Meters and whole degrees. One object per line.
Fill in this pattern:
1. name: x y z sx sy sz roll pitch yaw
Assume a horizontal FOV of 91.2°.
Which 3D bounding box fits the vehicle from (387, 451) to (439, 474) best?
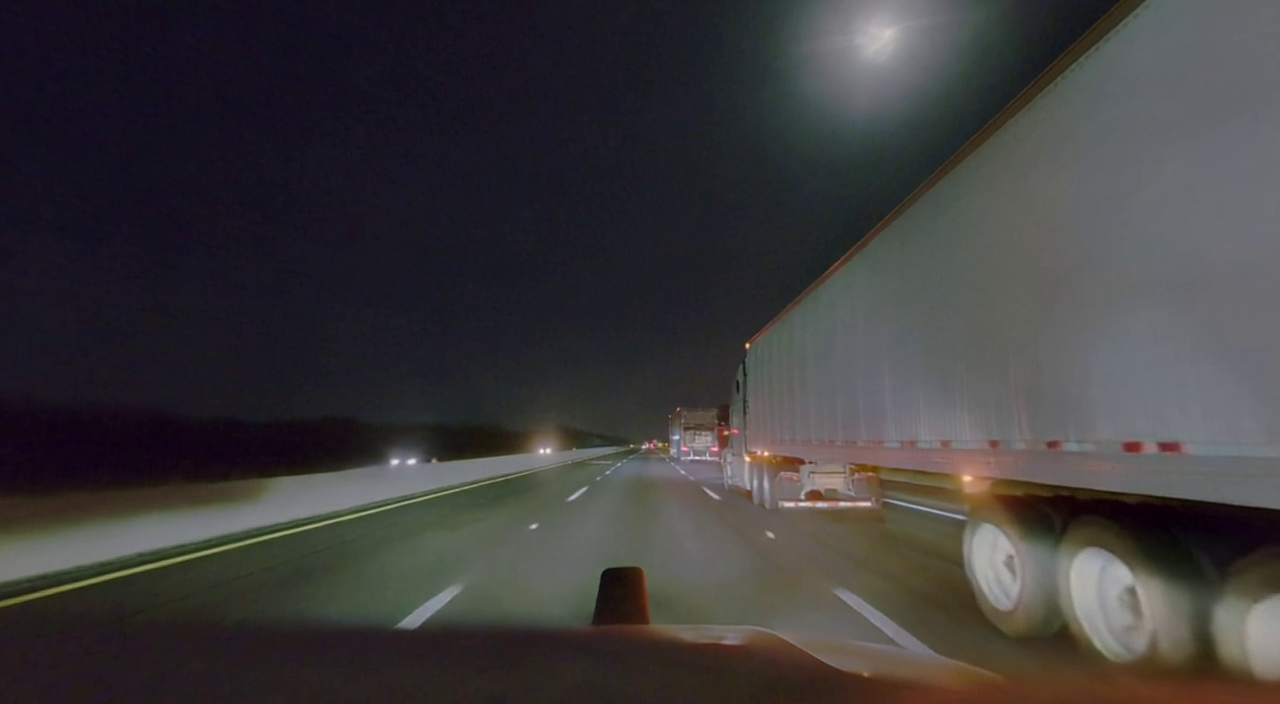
1. vehicle: -16.402 8.006 45.643 1.913 1.512 4.689 0 -9 2
